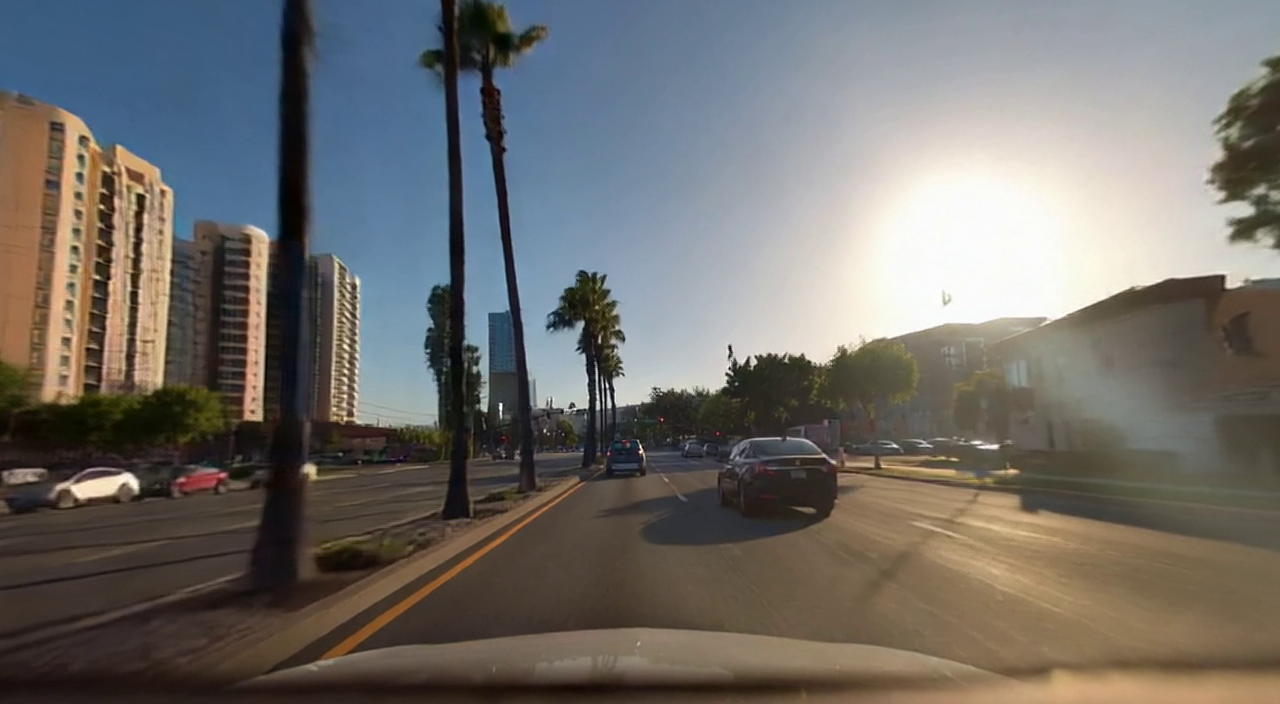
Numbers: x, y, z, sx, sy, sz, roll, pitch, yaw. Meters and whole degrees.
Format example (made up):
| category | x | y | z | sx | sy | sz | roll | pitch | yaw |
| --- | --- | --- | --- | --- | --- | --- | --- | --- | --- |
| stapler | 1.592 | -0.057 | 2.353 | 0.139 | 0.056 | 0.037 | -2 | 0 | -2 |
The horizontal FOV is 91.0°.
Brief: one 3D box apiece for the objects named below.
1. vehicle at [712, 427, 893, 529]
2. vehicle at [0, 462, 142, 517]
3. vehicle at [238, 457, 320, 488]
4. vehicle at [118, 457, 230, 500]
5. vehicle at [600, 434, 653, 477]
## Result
| category | x | y | z | sx | sy | sz | roll | pitch | yaw |
| --- | --- | --- | --- | --- | --- | --- | --- | --- | --- |
| vehicle | 2.849 | 2.356 | 12.358 | 2.195 | 1.590 | 4.668 | 0 | -9 | -1 |
| vehicle | -19.436 | 4.507 | 21.055 | 1.920 | 1.505 | 4.351 | 0 | -9 | 1 |
| vehicle | -19.540 | 6.521 | 34.302 | 1.847 | 1.466 | 4.530 | 0 | -9 | -1 |
| vehicle | -19.707 | 5.321 | 26.844 | 1.753 | 1.600 | 4.040 | 0 | -9 | -2 |
| vehicle | -0.601 | 4.770 | 29.143 | 2.277 | 1.816 | 4.192 | 0 | -9 | -1 |
